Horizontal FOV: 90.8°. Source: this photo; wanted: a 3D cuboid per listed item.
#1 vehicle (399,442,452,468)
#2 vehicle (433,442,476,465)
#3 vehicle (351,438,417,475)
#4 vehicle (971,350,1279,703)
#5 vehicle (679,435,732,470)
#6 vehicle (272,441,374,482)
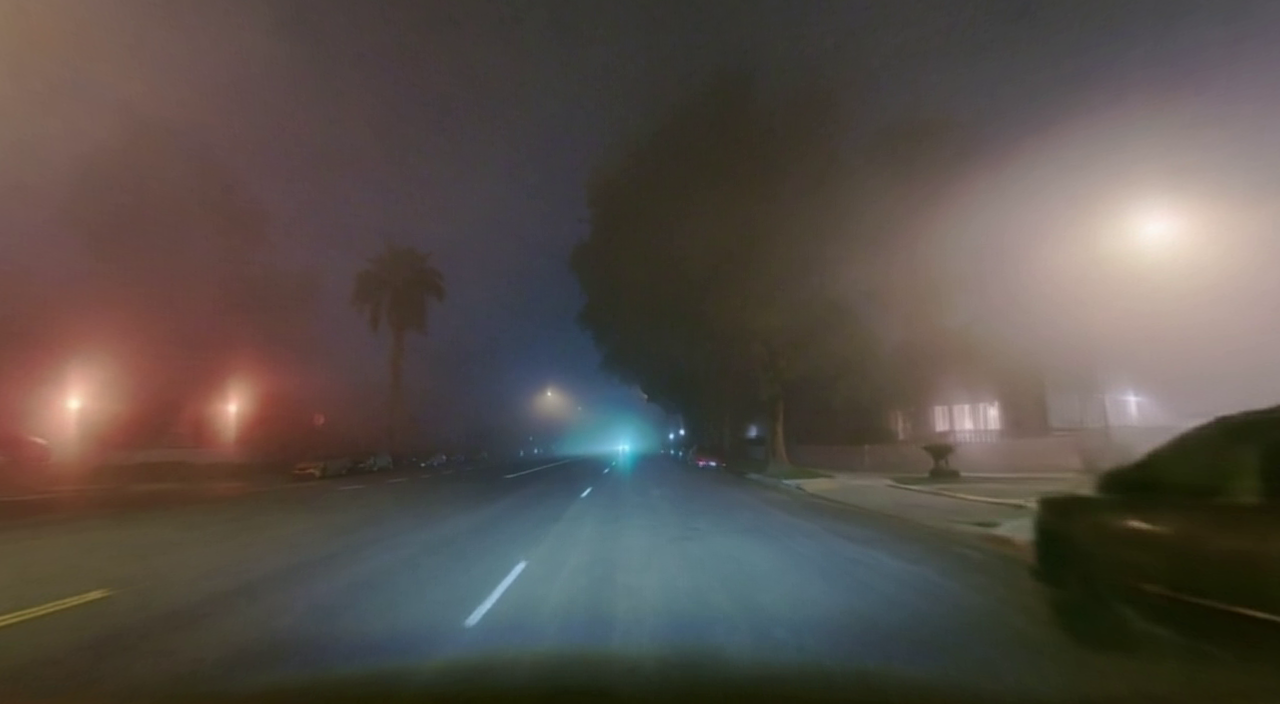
[{"bbox_3d":[-13.748,6.616,40.761,1.921,1.498,4.460,0,-7,-1],"label":"vehicle"},{"bbox_3d":[-13.732,7.502,46.988,1.899,1.474,4.529,-1,-7,-1],"label":"vehicle"},{"bbox_3d":[-13.715,5.585,34.084,1.844,1.764,4.183,-1,-7,0],"label":"vehicle"},{"bbox_3d":[3.836,0.853,2.624,1.996,1.749,5.217,0,-8,-1],"label":"vehicle"},{"bbox_3d":[3.395,5.345,33.805,2.221,1.718,5.192,0,-8,0],"label":"vehicle"},{"bbox_3d":[-13.668,4.712,27.546,2.131,1.492,4.310,-1,-6,2],"label":"vehicle"}]
